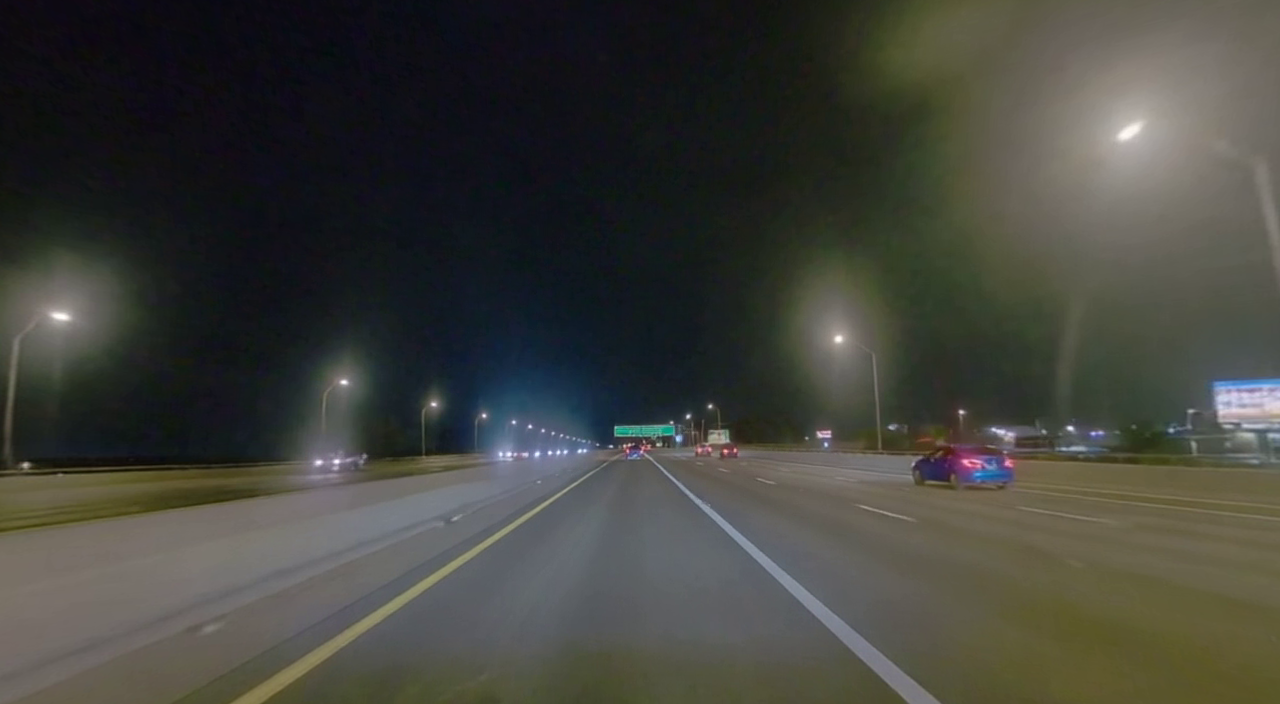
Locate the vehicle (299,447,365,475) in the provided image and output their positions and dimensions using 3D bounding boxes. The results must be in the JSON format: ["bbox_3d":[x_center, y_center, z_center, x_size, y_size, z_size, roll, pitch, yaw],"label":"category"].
[{"bbox_3d":[-21.232,7.519,43.793,2.059,1.687,5.067,0,-8,-1],"label":"vehicle"}]

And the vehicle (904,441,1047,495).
[{"bbox_3d":[10.667,3.684,20.595,2.024,1.481,4.747,1,-8,-1],"label":"vehicle"}]
